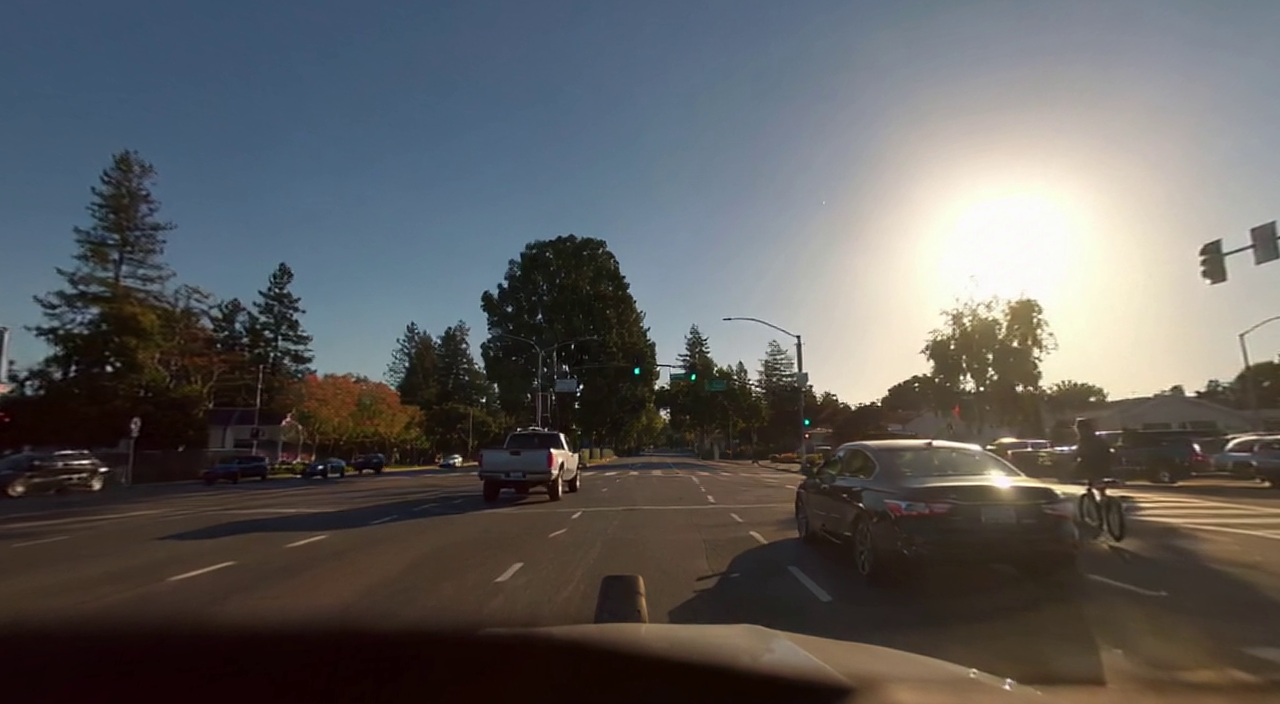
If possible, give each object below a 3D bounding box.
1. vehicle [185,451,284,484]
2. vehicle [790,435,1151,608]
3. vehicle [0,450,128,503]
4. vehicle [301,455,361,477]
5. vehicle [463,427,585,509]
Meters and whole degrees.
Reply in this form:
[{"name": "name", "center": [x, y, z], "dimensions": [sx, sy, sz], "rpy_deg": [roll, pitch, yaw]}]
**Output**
[{"name": "vehicle", "center": [-27.180, 7.714, 42.363], "dimensions": [2.278, 2.000, 5.570], "rpy_deg": [-2, -9, 10]}, {"name": "vehicle", "center": [3.367, 1.784, 7.666], "dimensions": [1.990, 1.454, 4.490], "rpy_deg": [0, -8, 0]}, {"name": "vehicle", "center": [-21.987, 4.510, 23.213], "dimensions": [1.908, 1.642, 4.910], "rpy_deg": [0, -8, 0]}, {"name": "vehicle", "center": [-21.862, 8.105, 44.629], "dimensions": [1.779, 1.464, 4.660], "rpy_deg": [0, -10, 2]}, {"name": "vehicle", "center": [-2.960, 3.114, 17.394], "dimensions": [2.231, 1.898, 4.985], "rpy_deg": [0, -8, 2]}]
